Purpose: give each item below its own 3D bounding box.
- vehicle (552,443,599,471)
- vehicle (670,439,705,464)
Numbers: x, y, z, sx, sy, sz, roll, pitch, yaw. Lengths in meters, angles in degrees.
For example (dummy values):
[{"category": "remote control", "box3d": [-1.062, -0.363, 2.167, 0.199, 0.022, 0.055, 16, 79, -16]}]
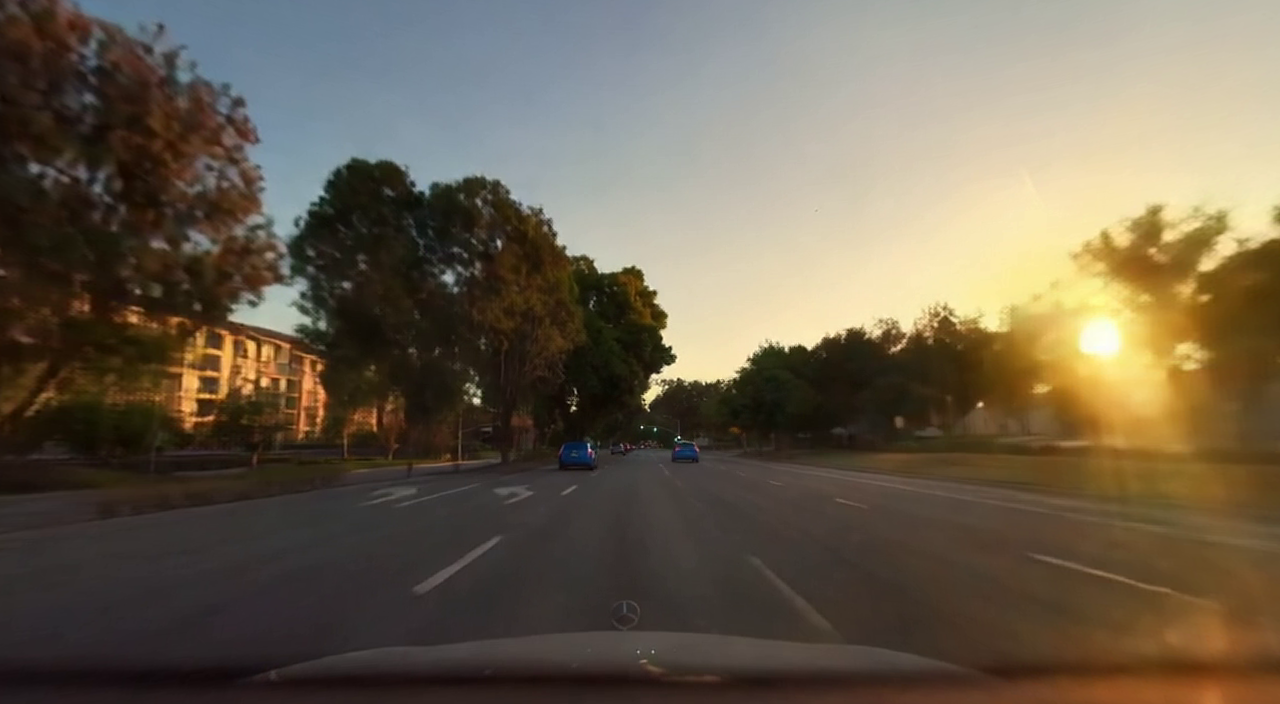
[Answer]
[{"category": "vehicle", "box3d": [-3.557, 5.904, 35.719, 2.112, 1.471, 4.212, 0, -9, 1]}, {"category": "vehicle", "box3d": [3.294, 6.987, 44.495, 2.072, 1.696, 4.177, 0, -9, -1]}]
